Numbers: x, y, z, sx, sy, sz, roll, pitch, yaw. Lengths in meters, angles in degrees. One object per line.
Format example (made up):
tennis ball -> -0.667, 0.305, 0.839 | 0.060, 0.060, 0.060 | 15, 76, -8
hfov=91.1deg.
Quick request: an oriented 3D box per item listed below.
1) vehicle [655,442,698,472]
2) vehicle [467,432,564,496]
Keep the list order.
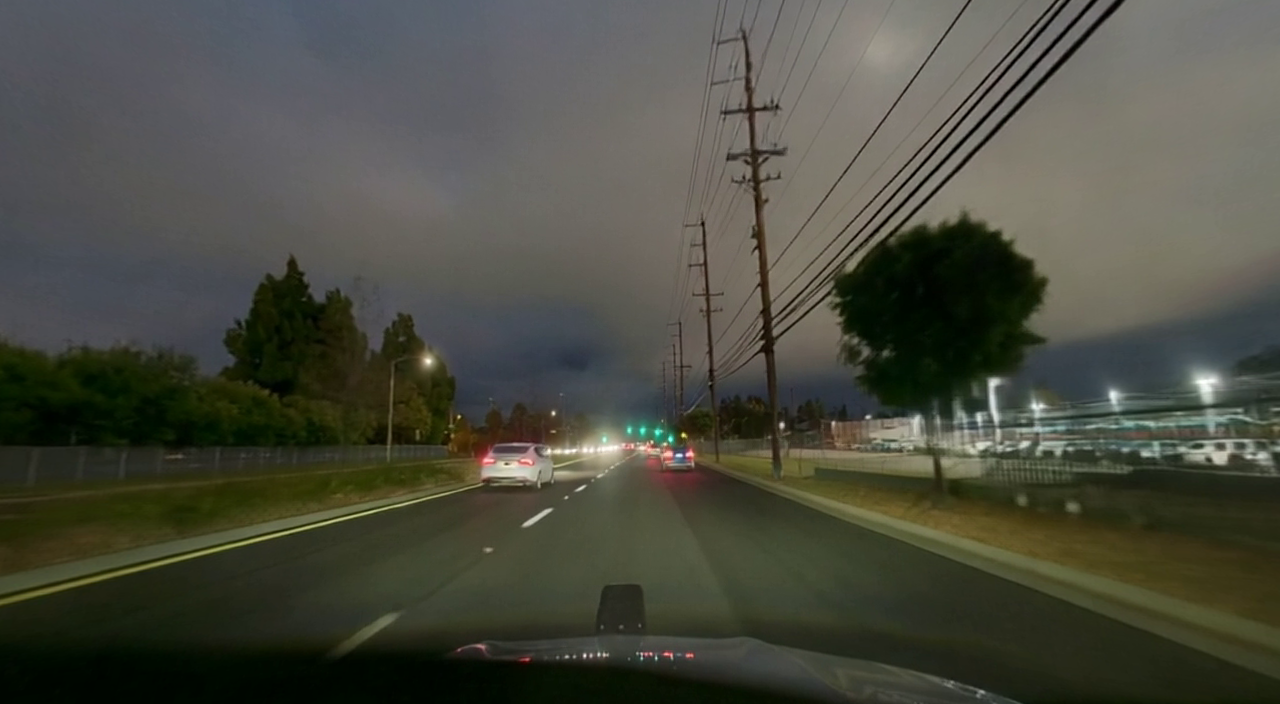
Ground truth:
vehicle -> 1.889, 5.650, 33.956 | 2.059, 1.486, 3.980 | 0, -8, 0
vehicle -> -3.621, 3.328, 19.114 | 1.950, 1.692, 4.397 | 0, -8, 1
